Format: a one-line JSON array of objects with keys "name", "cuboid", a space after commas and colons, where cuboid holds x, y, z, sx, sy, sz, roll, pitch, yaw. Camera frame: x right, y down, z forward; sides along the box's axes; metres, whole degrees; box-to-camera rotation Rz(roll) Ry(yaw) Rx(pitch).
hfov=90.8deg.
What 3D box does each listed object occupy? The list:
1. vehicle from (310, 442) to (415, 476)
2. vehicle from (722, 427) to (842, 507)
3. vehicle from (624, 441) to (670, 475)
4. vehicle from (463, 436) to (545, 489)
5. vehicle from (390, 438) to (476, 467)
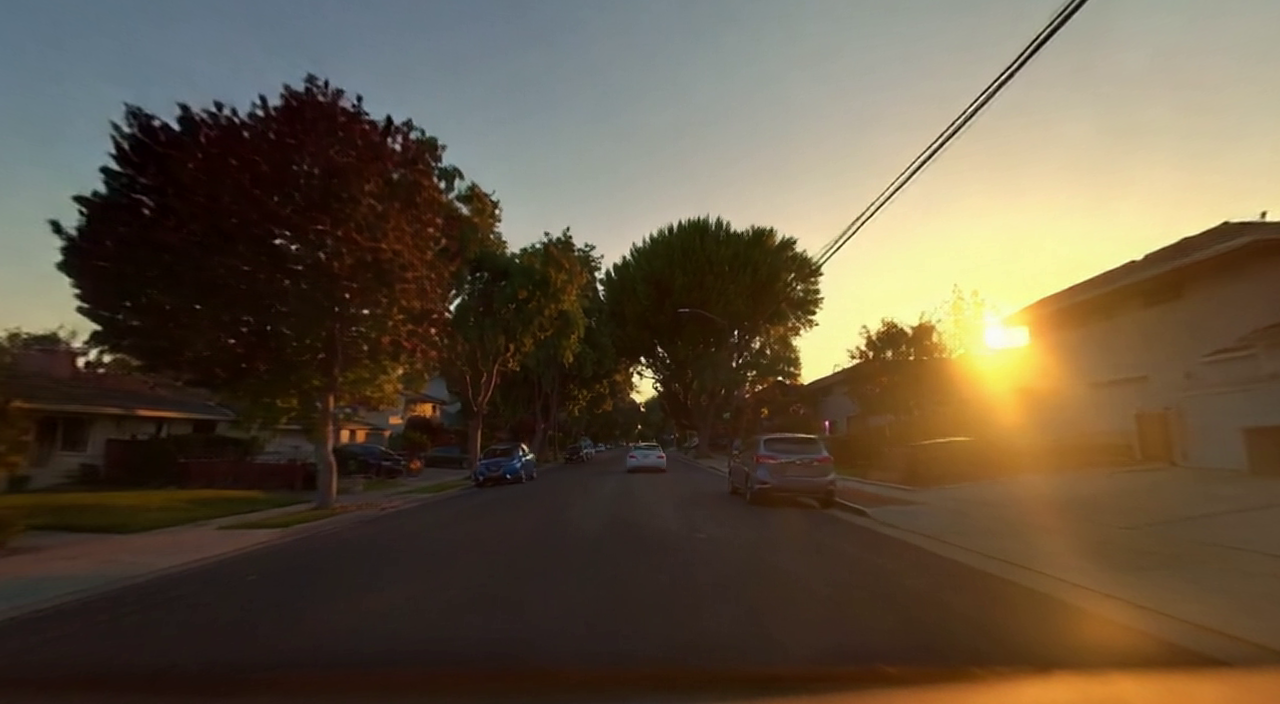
[{"name": "vehicle", "cuboid": [-13.121, 5.070, 30.026, 4.129, 1.523, 1.839, 0, -9, 2]}, {"name": "vehicle", "cuboid": [3.330, 2.794, 15.794, 1.978, 1.690, 4.306, 0, -8, 0]}, {"name": "vehicle", "cuboid": [0.307, 4.870, 29.348, 2.000, 1.449, 4.006, 0, -8, 0]}, {"name": "vehicle", "cuboid": [-5.355, 4.377, 25.549, 2.126, 1.816, 4.796, -3, -8, 1]}, {"name": "vehicle", "cuboid": [-13.166, 6.442, 40.427, 4.765, 1.791, 1.941, 0, -9, -1]}]
